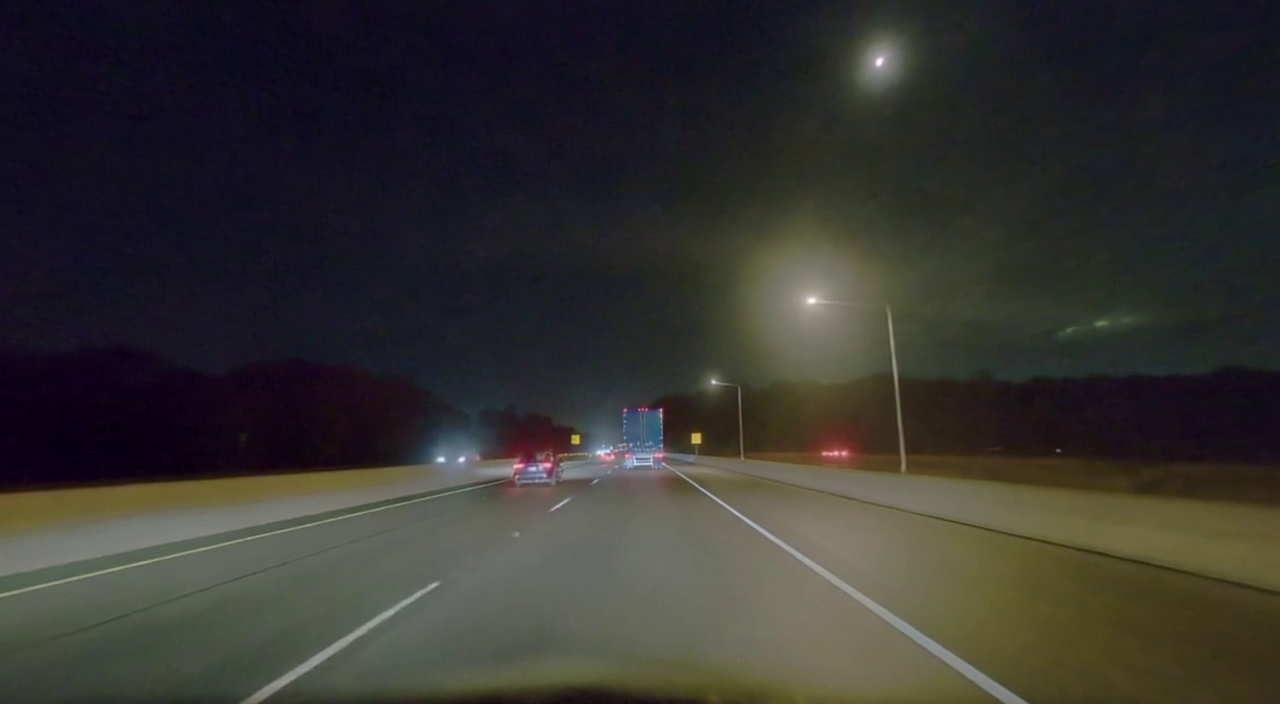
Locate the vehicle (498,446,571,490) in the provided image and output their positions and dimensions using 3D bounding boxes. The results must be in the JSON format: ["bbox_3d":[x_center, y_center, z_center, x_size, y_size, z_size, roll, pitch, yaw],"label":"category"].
[{"bbox_3d":[-4.001,4.491,24.727,2.053,1.523,4.450,0,-9,0],"label":"vehicle"}]

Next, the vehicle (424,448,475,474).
[{"bbox_3d":[-12.392,7.105,41.311,1.944,1.532,4.382,0,-9,1],"label":"vehicle"}]

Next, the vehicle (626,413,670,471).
[{"bbox_3d":[0.427,6.656,46.498,2.864,3.805,9.500,0,-9,-1],"label":"vehicle"}]
